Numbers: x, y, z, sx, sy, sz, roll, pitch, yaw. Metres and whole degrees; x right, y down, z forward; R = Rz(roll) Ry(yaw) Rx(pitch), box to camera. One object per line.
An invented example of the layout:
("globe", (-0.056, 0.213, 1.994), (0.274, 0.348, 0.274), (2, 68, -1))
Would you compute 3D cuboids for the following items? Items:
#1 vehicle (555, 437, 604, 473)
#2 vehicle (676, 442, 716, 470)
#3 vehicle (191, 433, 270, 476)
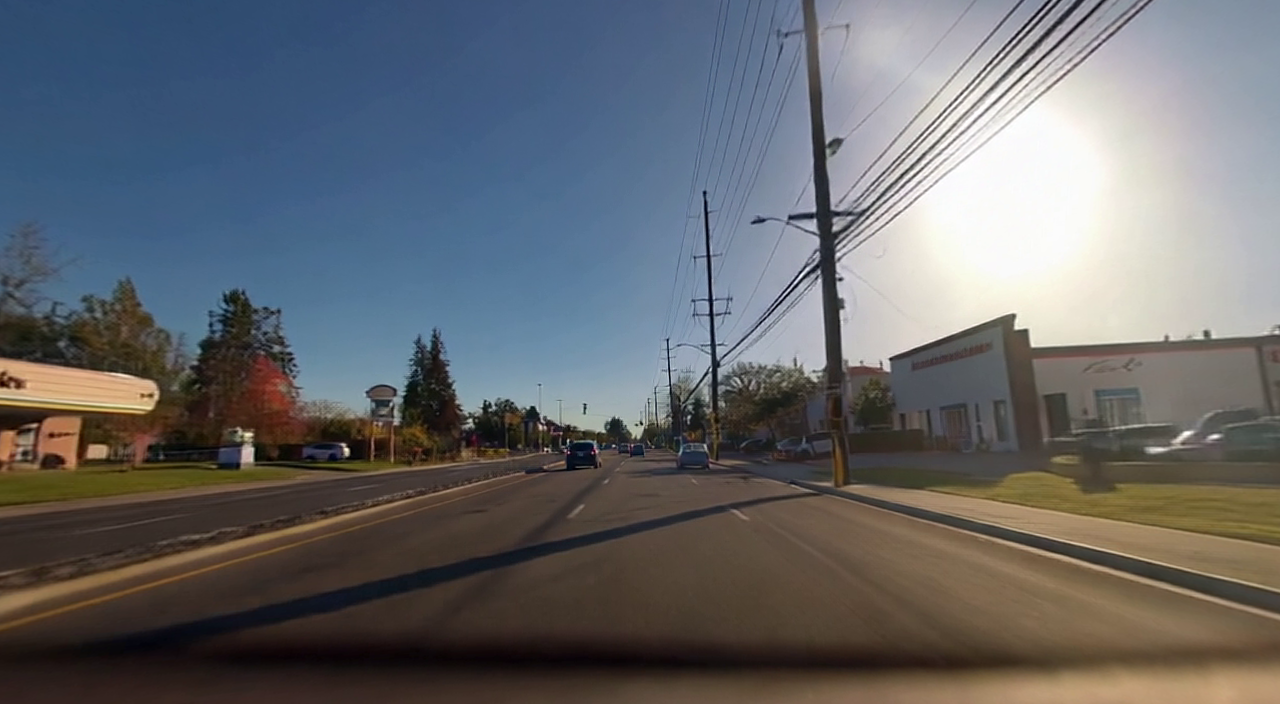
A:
("vehicle", (-2.979, 5.189, 31.918), (2.047, 1.664, 4.148), (0, -9, 0))
("vehicle", (3.136, 5.918, 36.087), (1.978, 1.455, 4.195), (0, -9, 1))
("vehicle", (-28.097, 7.015, 43.549), (2.230, 2.687, 5.908), (1, -8, -9))
